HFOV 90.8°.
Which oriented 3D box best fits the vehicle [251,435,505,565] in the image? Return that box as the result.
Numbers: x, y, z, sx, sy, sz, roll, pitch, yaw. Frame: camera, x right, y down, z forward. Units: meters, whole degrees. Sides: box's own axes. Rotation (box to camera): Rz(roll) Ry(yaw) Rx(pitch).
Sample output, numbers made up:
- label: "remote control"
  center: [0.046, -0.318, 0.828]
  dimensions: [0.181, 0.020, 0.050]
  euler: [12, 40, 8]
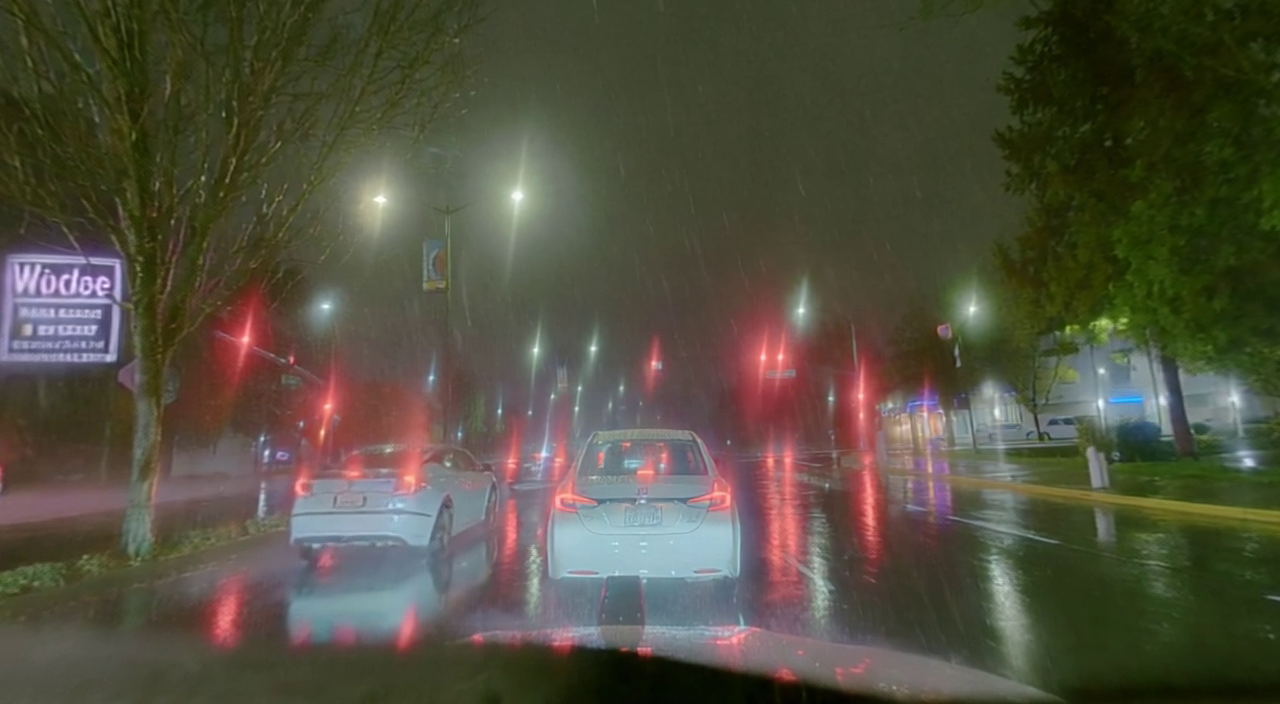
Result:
- label: "vehicle"
  center: [-3.412, 1.987, 9.335]
  dimensions: [1.952, 1.431, 4.383]
  euler: [0, -8, -1]

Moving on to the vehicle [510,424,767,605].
- label: "vehicle"
  center: [-0.072, 1.639, 7.297]
  dimensions: [2.126, 1.475, 3.967]
  euler: [0, -8, -2]
